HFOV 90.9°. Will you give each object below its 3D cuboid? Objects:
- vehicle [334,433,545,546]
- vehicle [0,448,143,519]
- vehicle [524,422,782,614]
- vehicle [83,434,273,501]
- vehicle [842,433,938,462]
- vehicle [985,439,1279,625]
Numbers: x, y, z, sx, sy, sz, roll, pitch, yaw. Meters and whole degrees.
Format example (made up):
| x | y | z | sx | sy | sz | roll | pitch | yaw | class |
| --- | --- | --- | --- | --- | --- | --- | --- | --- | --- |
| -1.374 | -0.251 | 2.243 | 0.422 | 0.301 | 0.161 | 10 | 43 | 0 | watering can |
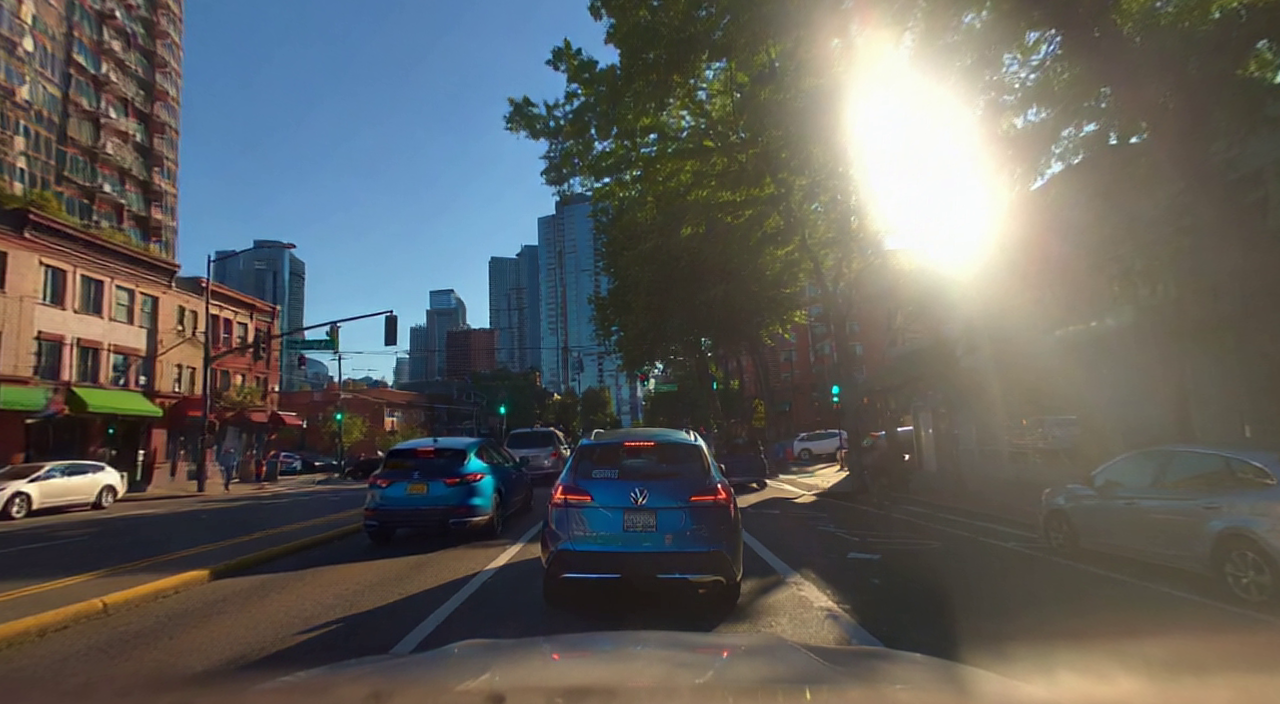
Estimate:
| x | y | z | sx | sy | sz | roll | pitch | yaw | class |
| --- | --- | --- | --- | --- | --- | --- | --- | --- | --- |
| -3.009 | 2.162 | 10.567 | 2.131 | 1.486 | 4.089 | 0 | -9 | 1 | vehicle |
| -16.230 | 3.445 | 17.006 | 1.914 | 1.690 | 4.461 | 0 | -9 | 1 | vehicle |
| 0.093 | 1.580 | 6.806 | 2.022 | 1.481 | 3.564 | 0 | -9 | 0 | vehicle |
| -16.153 | 4.058 | 22.662 | 2.195 | 2.053 | 5.980 | 0 | -9 | 1 | vehicle |
| 16.398 | 6.271 | 41.501 | 5.345 | 1.811 | 2.175 | 0 | -9 | -1 | vehicle |
| 5.985 | 1.702 | 6.864 | 1.873 | 1.453 | 4.579 | 0 | -9 | 0 | vehicle |
